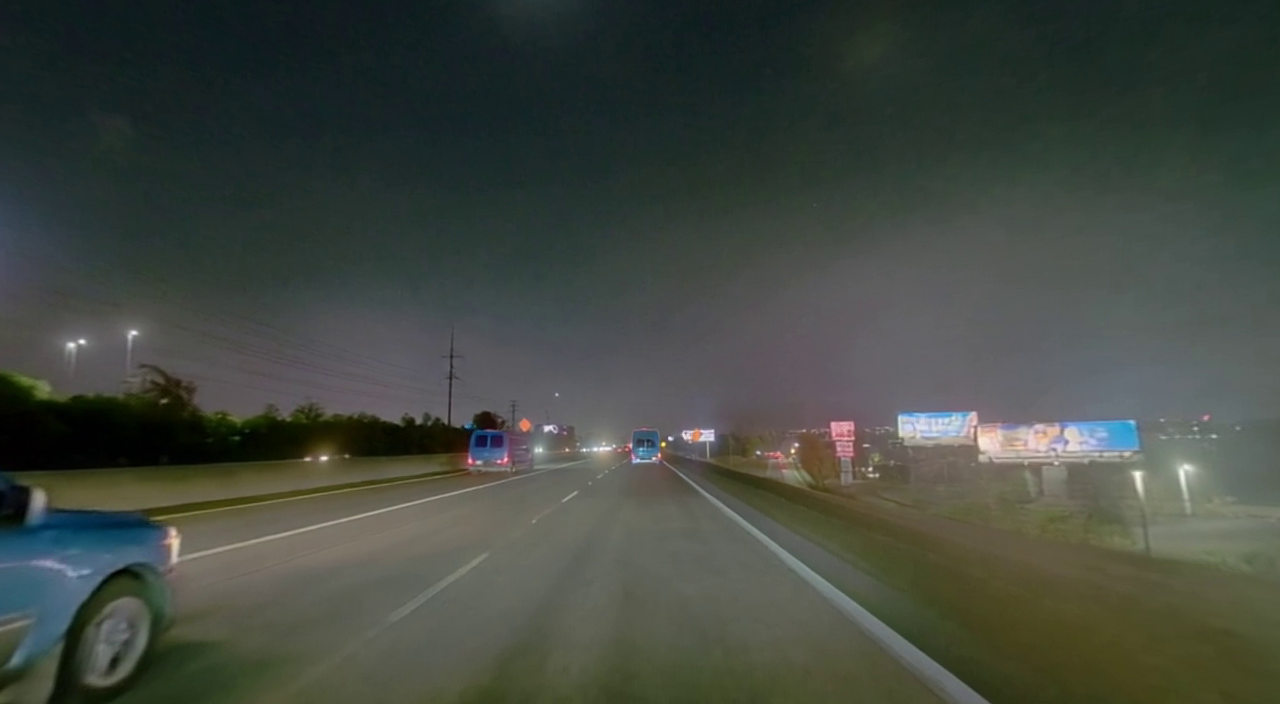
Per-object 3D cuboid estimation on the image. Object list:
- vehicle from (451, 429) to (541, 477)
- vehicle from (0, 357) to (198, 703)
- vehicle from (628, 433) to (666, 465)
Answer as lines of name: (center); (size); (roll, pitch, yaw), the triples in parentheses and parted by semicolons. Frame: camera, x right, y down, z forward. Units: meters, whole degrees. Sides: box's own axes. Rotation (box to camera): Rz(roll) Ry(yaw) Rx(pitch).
vehicle: (-6.862, 4.935, 30.964); (2.695, 2.084, 6.836); (0, -8, 1)
vehicle: (-3.894, 0.721, 1.532); (2.145, 1.730, 4.729); (0, -8, 0)
vehicle: (0.525, 7.331, 47.726); (2.692, 2.279, 5.695); (0, -8, 0)
